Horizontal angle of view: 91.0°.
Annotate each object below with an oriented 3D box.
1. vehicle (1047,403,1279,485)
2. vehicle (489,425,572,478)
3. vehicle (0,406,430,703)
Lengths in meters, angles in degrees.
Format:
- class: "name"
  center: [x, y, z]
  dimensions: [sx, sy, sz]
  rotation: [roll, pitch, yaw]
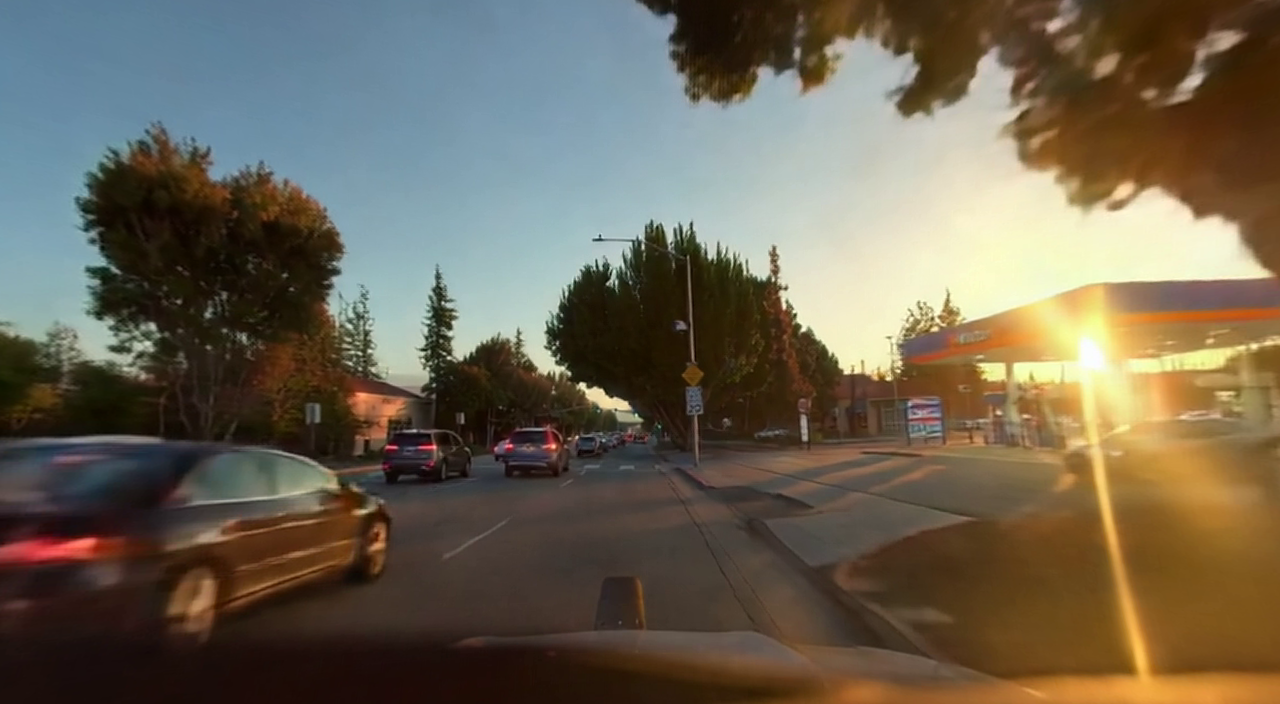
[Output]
- class: "vehicle"
  center: [12.202, 2.058, 14.343]
  dimensions: [4.385, 1.439, 1.912]
  rotation: [-5, -7, 4]
- class: "vehicle"
  center: [-3.990, 3.729, 23.853]
  dimensions: [2.306, 1.815, 4.476]
  rotation: [0, -8, 1]
- class: "vehicle"
  center: [-3.385, 1.279, 4.959]
  dimensions: [1.888, 1.452, 4.303]
  rotation: [0, -8, 1]
